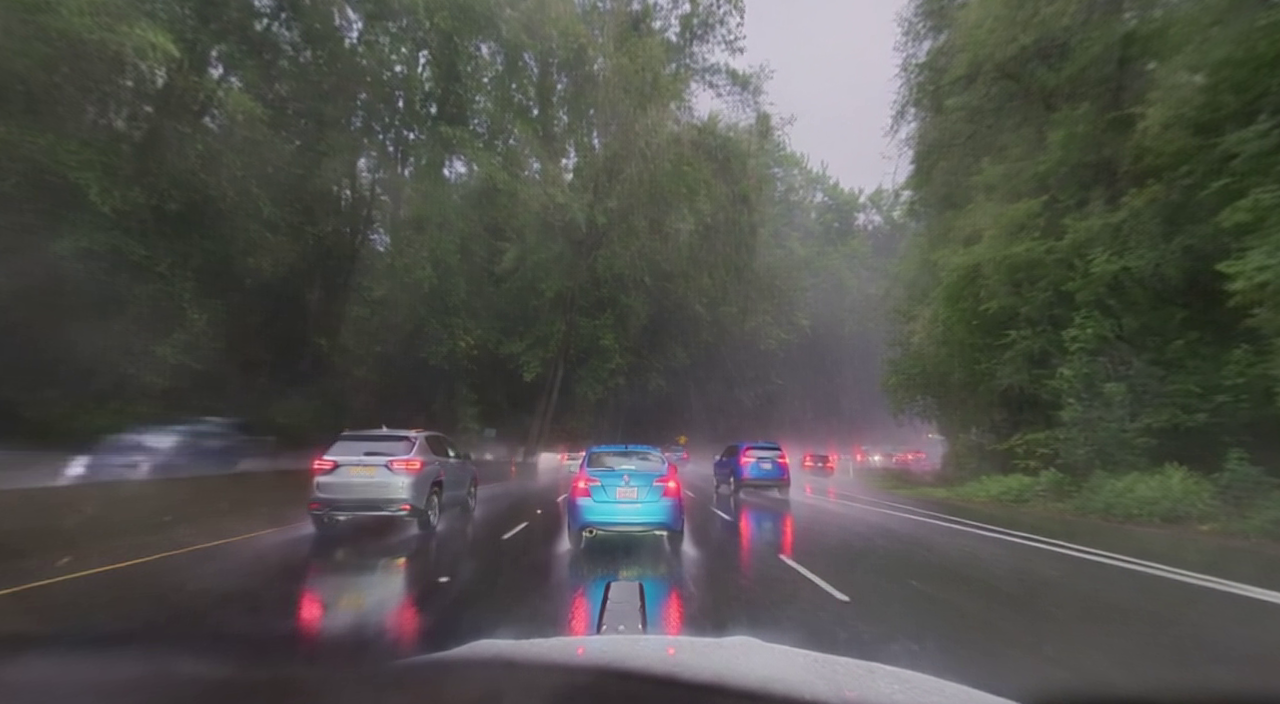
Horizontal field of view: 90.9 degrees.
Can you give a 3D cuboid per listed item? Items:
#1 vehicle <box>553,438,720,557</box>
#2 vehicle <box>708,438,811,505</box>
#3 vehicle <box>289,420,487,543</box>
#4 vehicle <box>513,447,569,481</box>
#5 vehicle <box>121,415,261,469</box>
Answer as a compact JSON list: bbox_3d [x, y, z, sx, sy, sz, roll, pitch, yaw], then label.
[{"bbox_3d":[-0.115,2.182,10.178,2.120,1.478,4.179,0,-9,-2],"label":"vehicle"},{"bbox_3d":[3.283,3.388,18.298,1.996,1.688,4.207,0,-9,-2],"label":"vehicle"},{"bbox_3d":[-4.059,2.150,11.028,1.830,1.703,4.142,0,-9,-2],"label":"vehicle"},{"bbox_3d":[-4.641,5.296,30.034,2.122,1.491,3.800,0,-9,-1],"label":"vehicle"},{"bbox_3d":[-17.358,3.551,24.729,2.160,1.902,4.657,0,-9,-3],"label":"vehicle"}]
